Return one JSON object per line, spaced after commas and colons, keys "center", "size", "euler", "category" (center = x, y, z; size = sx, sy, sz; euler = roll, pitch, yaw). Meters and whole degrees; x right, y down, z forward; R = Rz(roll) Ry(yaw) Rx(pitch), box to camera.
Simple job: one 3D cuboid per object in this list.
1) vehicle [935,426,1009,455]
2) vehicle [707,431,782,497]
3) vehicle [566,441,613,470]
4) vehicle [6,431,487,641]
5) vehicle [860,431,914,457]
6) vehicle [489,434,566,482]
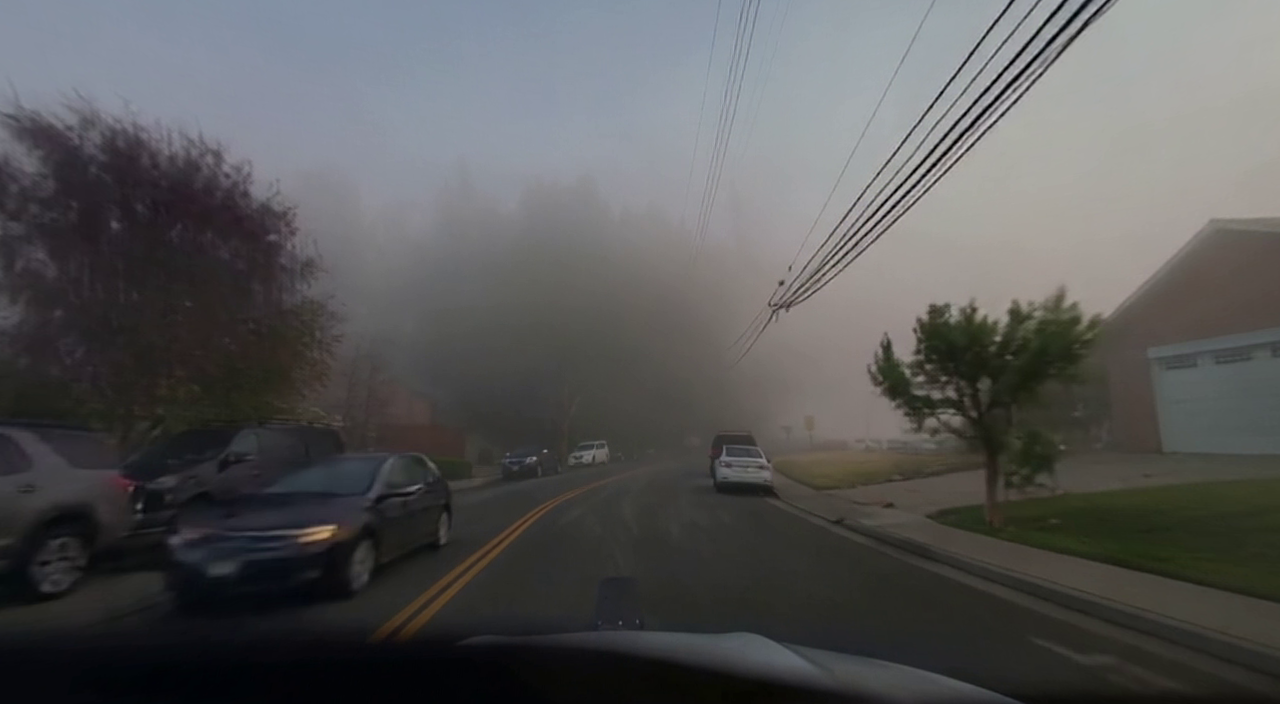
{"center": [22.220, 6.000, 42.491], "size": [2.253, 1.805, 4.842], "euler": [1, -9, -1], "category": "vehicle"}
{"center": [3.175, 3.497, 20.147], "size": [2.032, 1.810, 5.047], "euler": [-1, -9, 6], "category": "vehicle"}
{"center": [-3.421, 7.182, 44.012], "size": [2.192, 1.873, 4.985], "euler": [-1, -9, 9], "category": "vehicle"}
{"center": [-3.644, 1.779, 7.236], "size": [2.448, 1.475, 4.568], "euler": [-4, -9, 3], "category": "vehicle"}
{"center": [17.013, 6.353, 43.697], "size": [2.079, 1.675, 3.855], "euler": [0, -9, -1], "category": "vehicle"}
{"center": [-5.481, 5.316, 31.623], "size": [2.353, 2.037, 5.358], "euler": [-5, -11, 6], "category": "vehicle"}
